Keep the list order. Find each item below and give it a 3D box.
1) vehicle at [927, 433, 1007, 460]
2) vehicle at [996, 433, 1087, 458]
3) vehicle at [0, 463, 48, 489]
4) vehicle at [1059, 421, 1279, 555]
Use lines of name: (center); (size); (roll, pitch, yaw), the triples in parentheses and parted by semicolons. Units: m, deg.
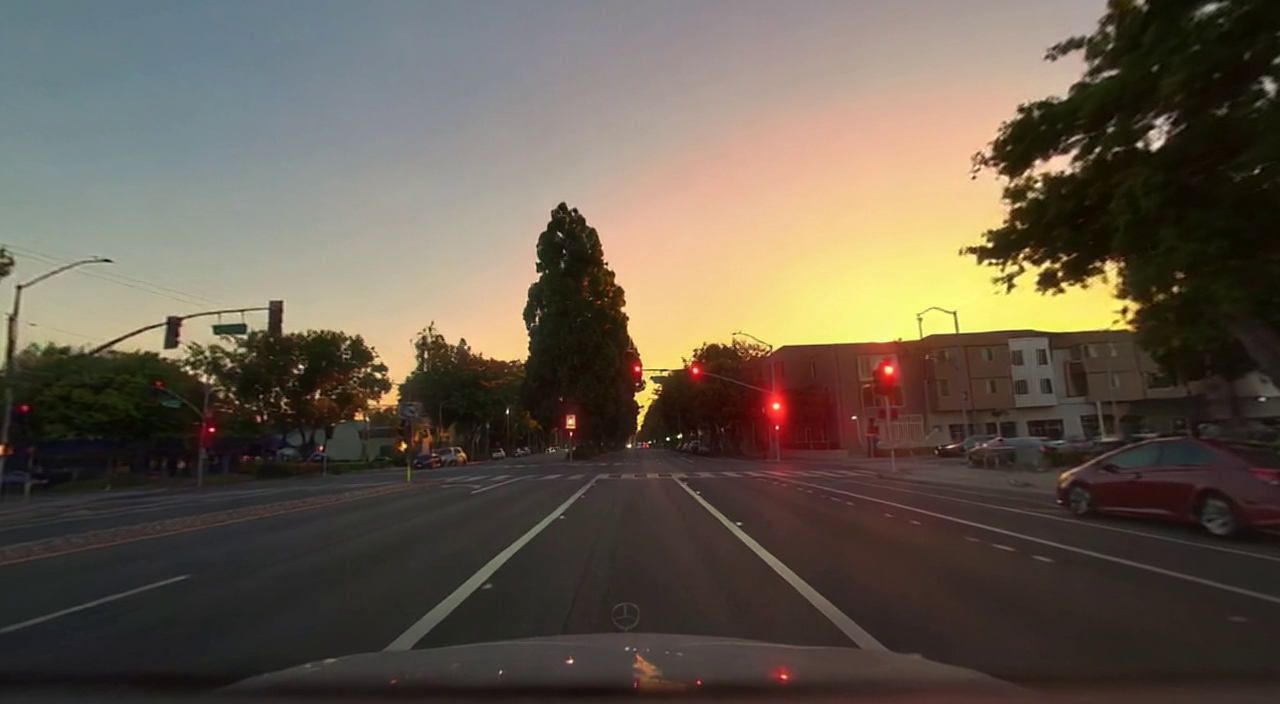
vehicle: (22.009, 6.355, 42.557); (4.323, 1.746, 1.872); (0, -9, -3)
vehicle: (27.282, 6.355, 43.016); (4.910, 1.644, 2.032); (1, -9, -5)
vehicle: (-48.888, 9.612, 49.080); (1.805, 1.823, 3.876); (0, -9, 1)
vehicle: (8.162, 1.774, 8.739); (1.943, 1.485, 3.984); (0, -9, 0)
